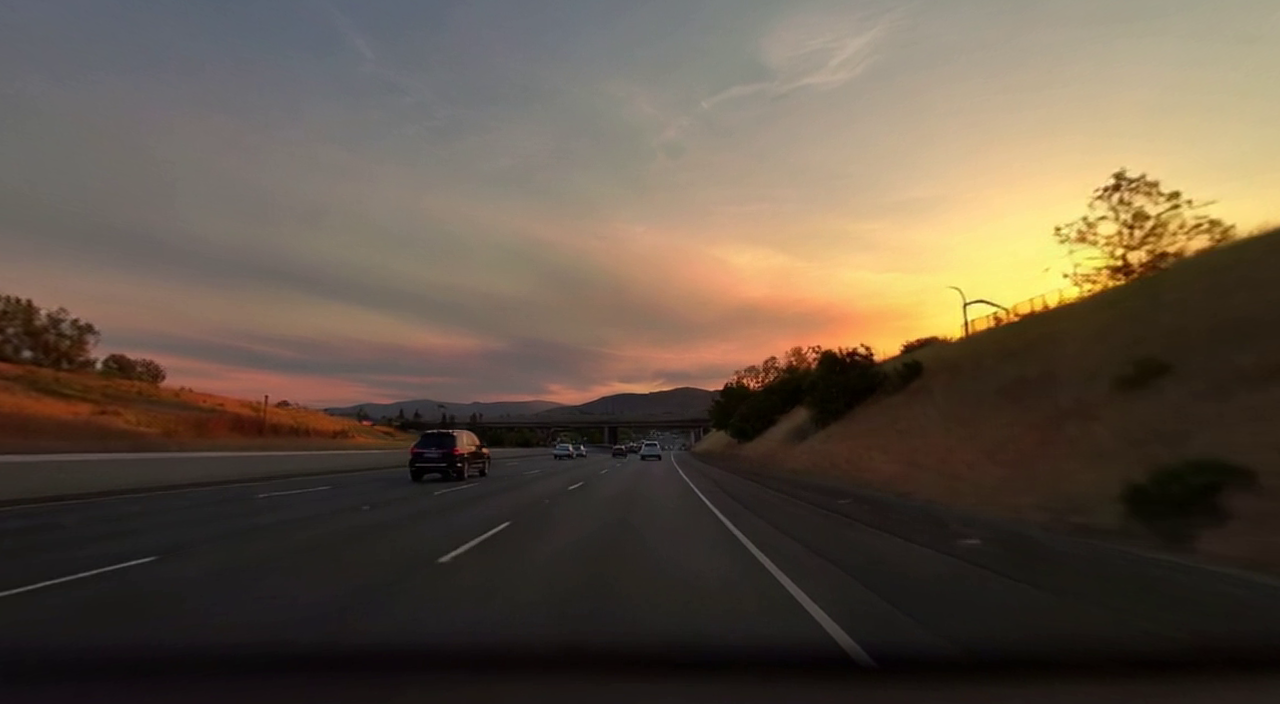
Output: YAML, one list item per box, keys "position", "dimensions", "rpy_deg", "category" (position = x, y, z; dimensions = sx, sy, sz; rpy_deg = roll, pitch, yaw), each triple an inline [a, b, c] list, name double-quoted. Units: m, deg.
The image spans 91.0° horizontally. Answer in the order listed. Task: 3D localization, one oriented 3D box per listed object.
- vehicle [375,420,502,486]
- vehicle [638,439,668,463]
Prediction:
- position: [-6.756, 3.495, 21.999]
  dimensions: [2.438, 1.967, 5.596]
  rpy_deg: [0, -8, 1]
  category: "vehicle"
- position: [0.916, 7.378, 47.142]
  dimensions: [2.141, 1.706, 4.065]
  rpy_deg: [0, -8, 0]
  category: "vehicle"
